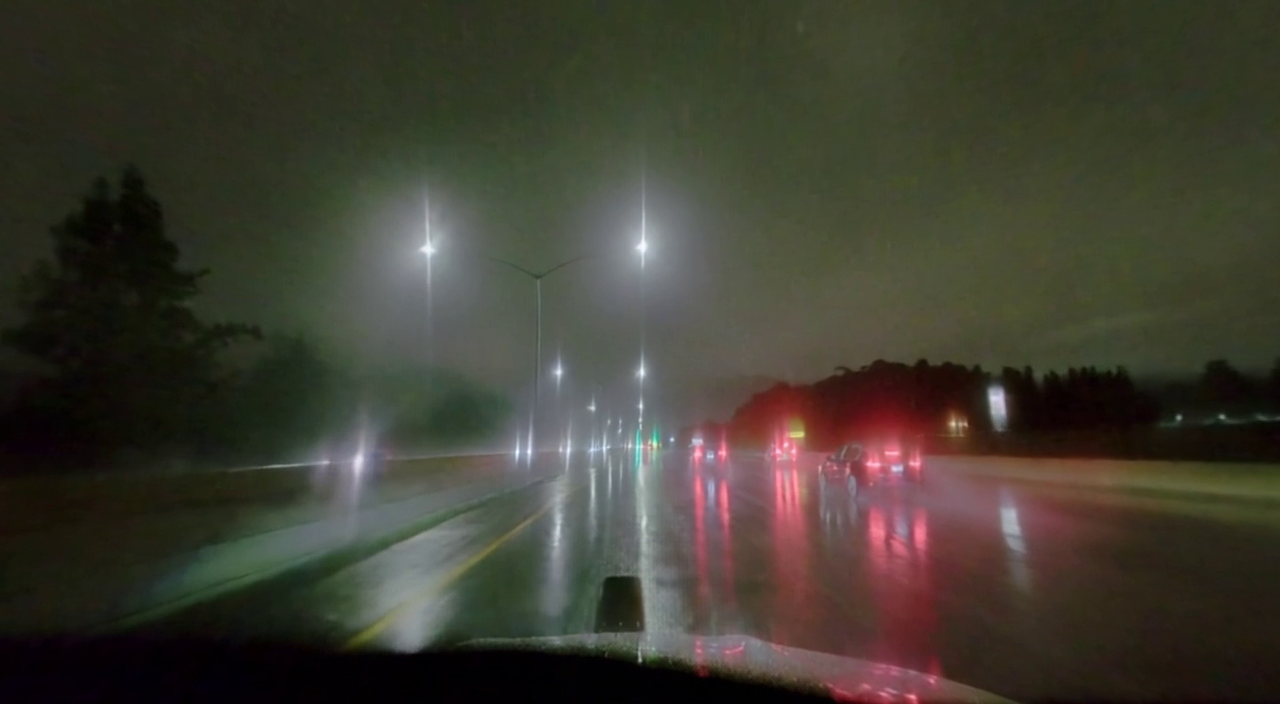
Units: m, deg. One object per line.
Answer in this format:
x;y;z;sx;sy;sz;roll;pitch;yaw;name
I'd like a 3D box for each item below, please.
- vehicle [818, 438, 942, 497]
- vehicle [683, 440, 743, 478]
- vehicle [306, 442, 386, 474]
6.855;3.329;18.589;2.038;1.528;3.910;0;-9;-1;vehicle
3.207;4.787;28.586;2.056;1.553;4.320;0;-9;-2;vehicle
-14.405;5.202;31.284;1.796;1.429;4.540;0;-8;0;vehicle
